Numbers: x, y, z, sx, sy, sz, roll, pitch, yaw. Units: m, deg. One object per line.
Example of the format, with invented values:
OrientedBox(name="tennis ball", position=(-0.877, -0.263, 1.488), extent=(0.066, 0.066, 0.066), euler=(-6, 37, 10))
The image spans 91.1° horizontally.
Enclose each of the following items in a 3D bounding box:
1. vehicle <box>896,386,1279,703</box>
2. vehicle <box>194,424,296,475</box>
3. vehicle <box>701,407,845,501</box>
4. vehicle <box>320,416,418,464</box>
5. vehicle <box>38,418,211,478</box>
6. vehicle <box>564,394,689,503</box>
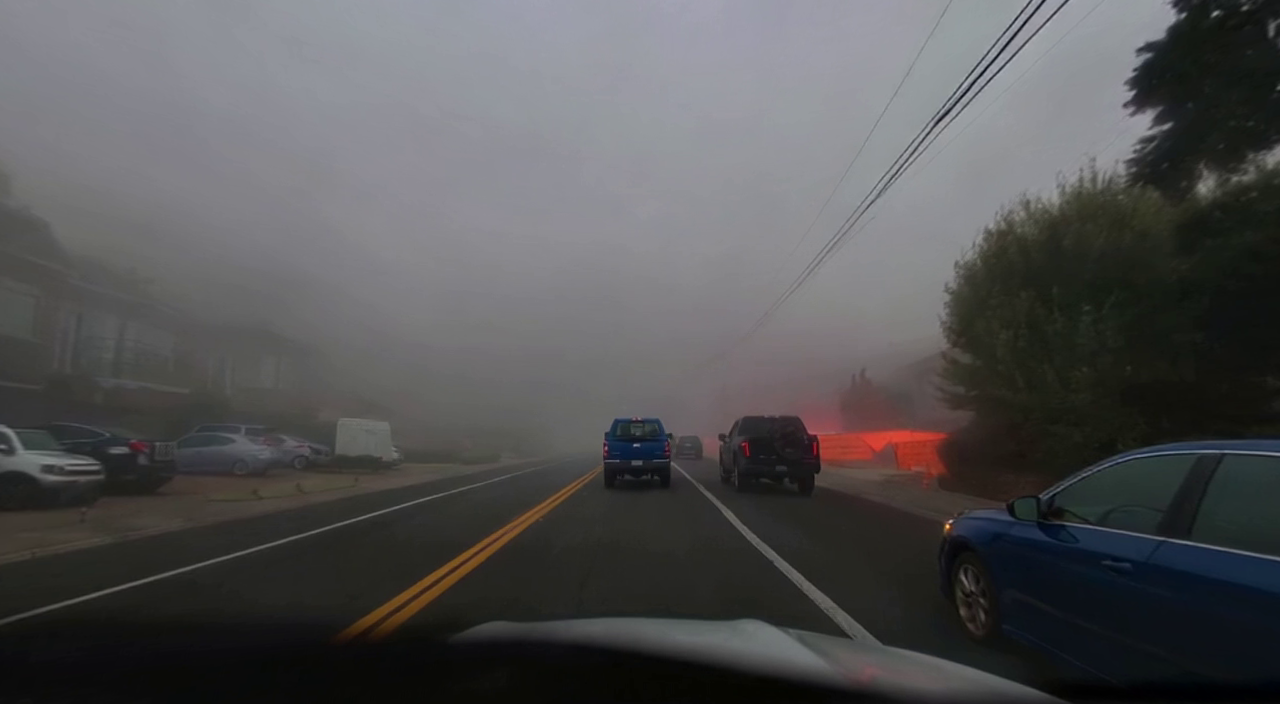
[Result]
OrientedBox(name="vehicle", position=(3.000, 0.953, 2.573), extent=(2.010, 1.499, 4.481), euler=(0, -8, 0))
OrientedBox(name="vehicle", position=(-14.943, 3.709, 24.043), extent=(2.010, 1.721, 4.499), euler=(2, -9, -16))
OrientedBox(name="vehicle", position=(3.112, 2.593, 16.243), extent=(2.486, 1.993, 5.667), euler=(0, -8, 0))
OrientedBox(name="vehicle", position=(-13.397, 4.442, 31.537), extent=(2.475, 2.157, 5.567), euler=(0, -8, -1))
OrientedBox(name="vehicle", position=(-16.870, 3.155, 20.666), extent=(4.184, 1.831, 1.940), euler=(-1, -9, 8))
OrientedBox(name="vehicle", position=(-0.228, 2.609, 17.291), extent=(2.751, 2.361, 6.347), euler=(2, -8, 2))
